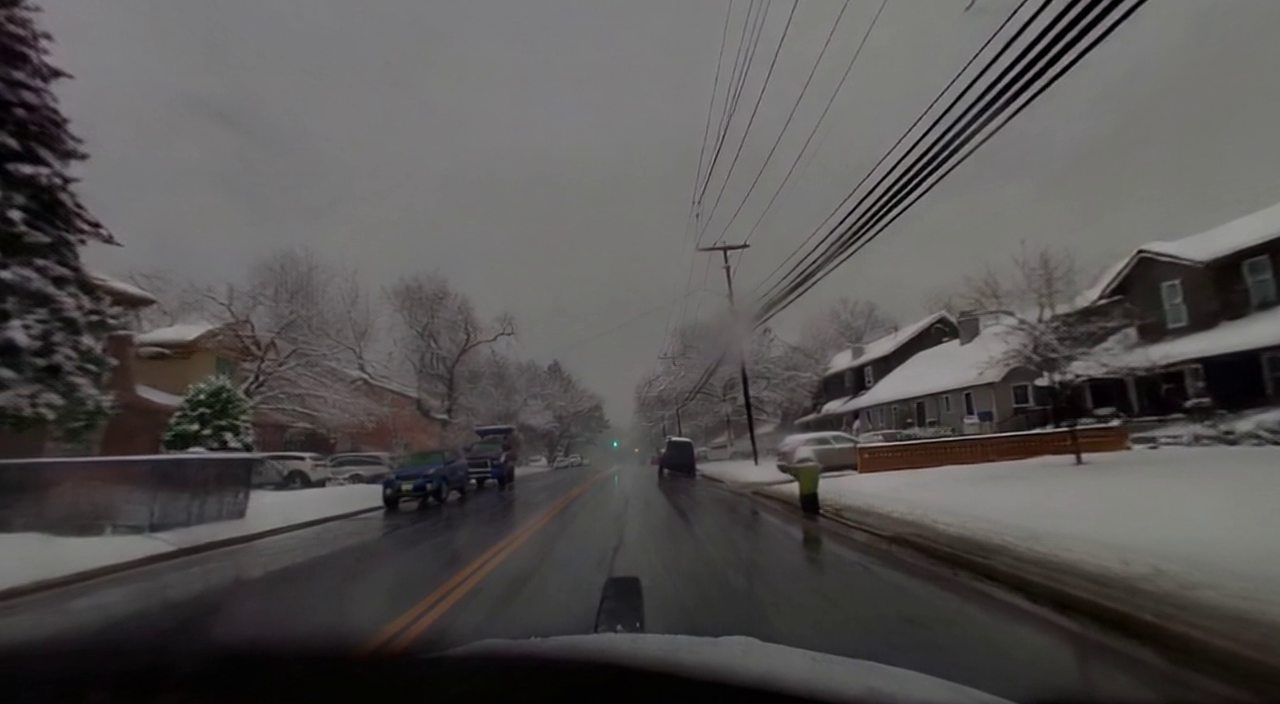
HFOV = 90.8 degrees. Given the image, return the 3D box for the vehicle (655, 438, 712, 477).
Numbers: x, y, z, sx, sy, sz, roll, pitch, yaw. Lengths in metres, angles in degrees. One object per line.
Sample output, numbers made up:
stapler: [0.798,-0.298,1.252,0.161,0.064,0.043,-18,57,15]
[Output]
vehicle: [2.254,5.686,34.379,2.203,1.952,5.111,1,-9,-6]

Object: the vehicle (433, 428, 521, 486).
vehicle: [-7.047,4.798,28.136,2.269,2.229,6.042,-2,-12,0]

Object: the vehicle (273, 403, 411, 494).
vehicle: [-12.094,4.018,26.606,2.781,3.221,7.995,1,-9,-7]

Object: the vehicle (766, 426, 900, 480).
vehicle: [7.526,4.020,24.963,4.489,1.812,2.056,-1,-13,-5]

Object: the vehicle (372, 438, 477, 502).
vehicle: [-7.008,3.983,21.126,2.046,1.777,4.473,-3,-12,-2]

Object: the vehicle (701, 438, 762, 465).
vehicle: [7.170,7.883,49.943,4.421,1.836,1.956,-2,-13,-1]
